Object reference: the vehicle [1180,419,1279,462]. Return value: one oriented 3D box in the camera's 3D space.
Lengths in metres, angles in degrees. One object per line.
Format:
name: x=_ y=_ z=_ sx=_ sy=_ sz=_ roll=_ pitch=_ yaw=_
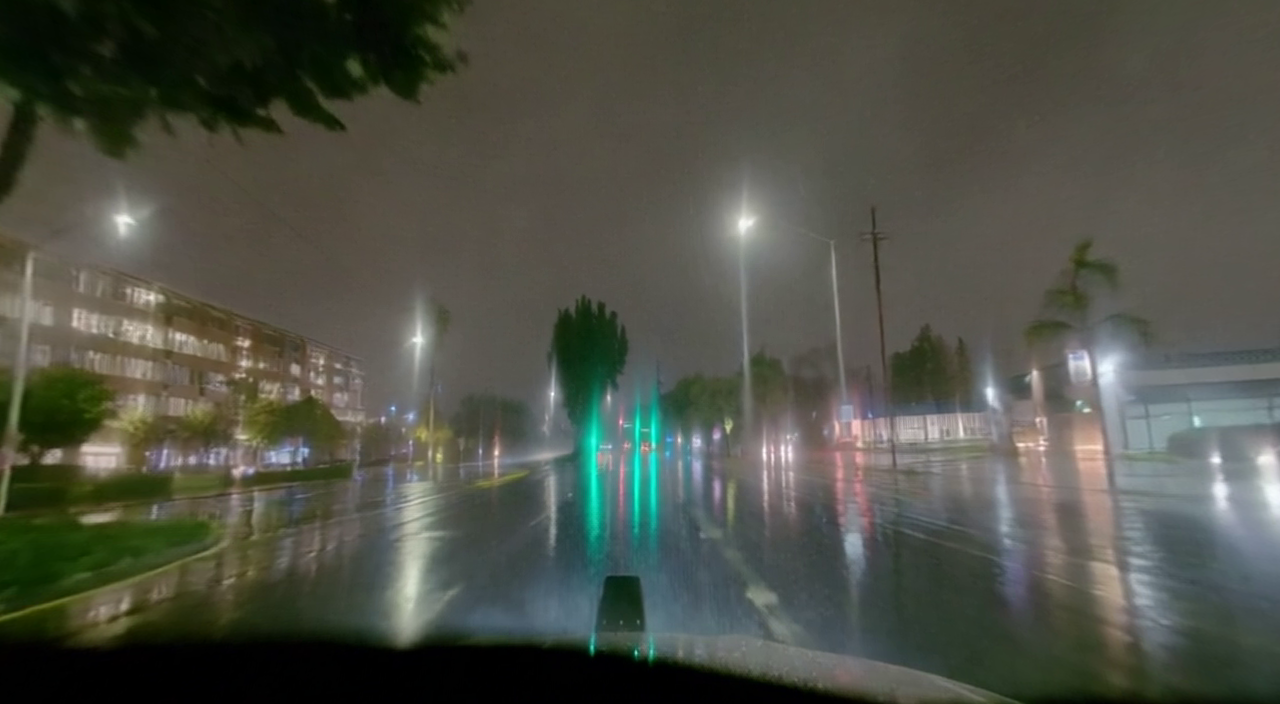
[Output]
vehicle: x=22.421 y=3.181 z=22.612 sx=1.834 sy=1.444 sz=4.703 roll=0 pitch=-8 yaw=-3
